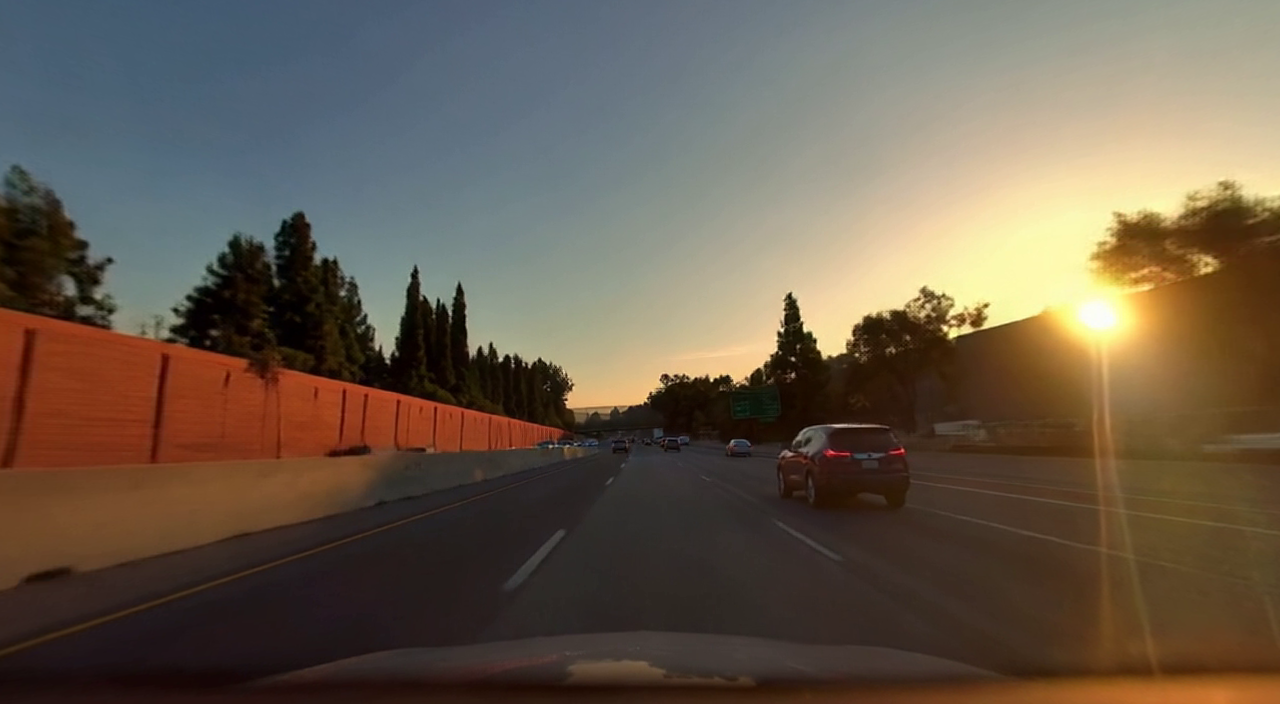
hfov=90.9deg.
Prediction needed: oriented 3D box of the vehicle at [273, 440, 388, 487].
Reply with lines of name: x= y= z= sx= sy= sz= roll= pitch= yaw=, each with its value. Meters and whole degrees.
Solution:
vehicle: x=-10.831 y=3.925 z=22.495 sx=1.829 sy=1.484 sz=4.385 roll=0 pitch=-8 yaw=1

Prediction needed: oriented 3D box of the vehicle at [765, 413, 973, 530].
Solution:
vehicle: x=4.011 y=2.192 z=12.133 sx=2.190 sy=1.783 sz=4.637 roll=0 pitch=-8 yaw=-1

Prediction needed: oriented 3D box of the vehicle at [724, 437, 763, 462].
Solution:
vehicle: x=7.824 y=7.394 z=48.099 sx=2.066 sy=1.795 sz=4.674 roll=0 pitch=-8 yaw=-1
